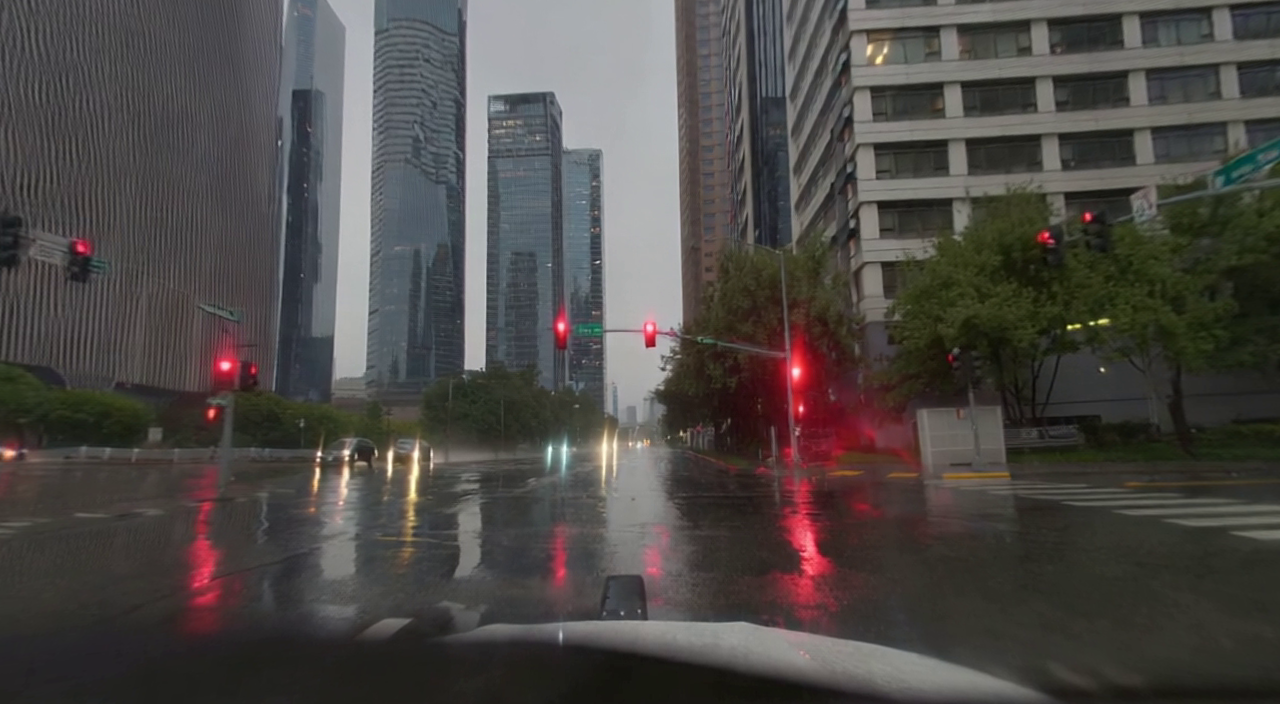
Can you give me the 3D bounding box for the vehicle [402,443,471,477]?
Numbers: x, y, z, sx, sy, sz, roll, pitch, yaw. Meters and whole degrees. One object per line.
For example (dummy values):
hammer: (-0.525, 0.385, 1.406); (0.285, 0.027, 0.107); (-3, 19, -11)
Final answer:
vehicle: (-11.580, 6.165, 36.234); (2.069, 1.771, 4.947); (0, -9, 3)
